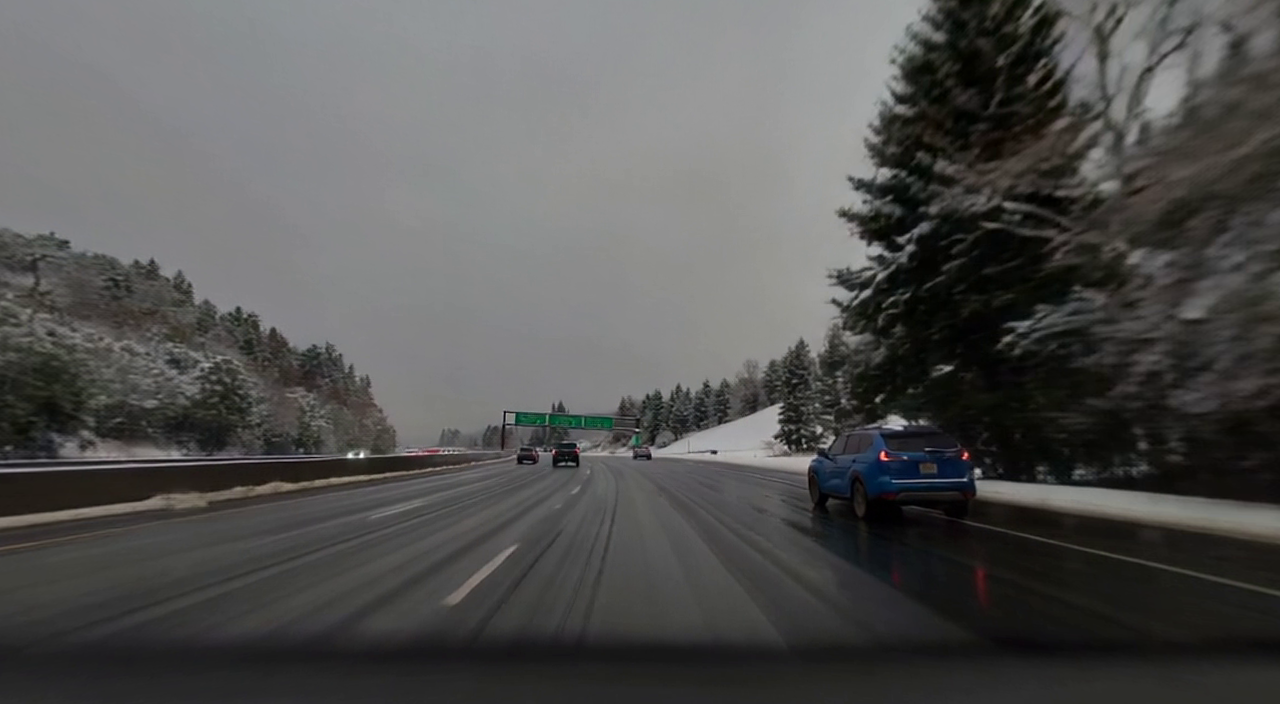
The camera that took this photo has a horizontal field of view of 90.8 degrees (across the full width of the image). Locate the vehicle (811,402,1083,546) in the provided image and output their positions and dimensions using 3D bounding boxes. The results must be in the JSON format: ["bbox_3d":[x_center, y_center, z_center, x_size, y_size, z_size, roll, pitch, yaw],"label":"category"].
[{"bbox_3d":[4.745,1.988,10.877,2.103,1.903,4.837,0,-9,-2],"label":"vehicle"}]

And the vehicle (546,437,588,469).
[{"bbox_3d":[-5.090,7.146,44.834,2.537,2.121,5.251,0,-9,-2],"label":"vehicle"}]
